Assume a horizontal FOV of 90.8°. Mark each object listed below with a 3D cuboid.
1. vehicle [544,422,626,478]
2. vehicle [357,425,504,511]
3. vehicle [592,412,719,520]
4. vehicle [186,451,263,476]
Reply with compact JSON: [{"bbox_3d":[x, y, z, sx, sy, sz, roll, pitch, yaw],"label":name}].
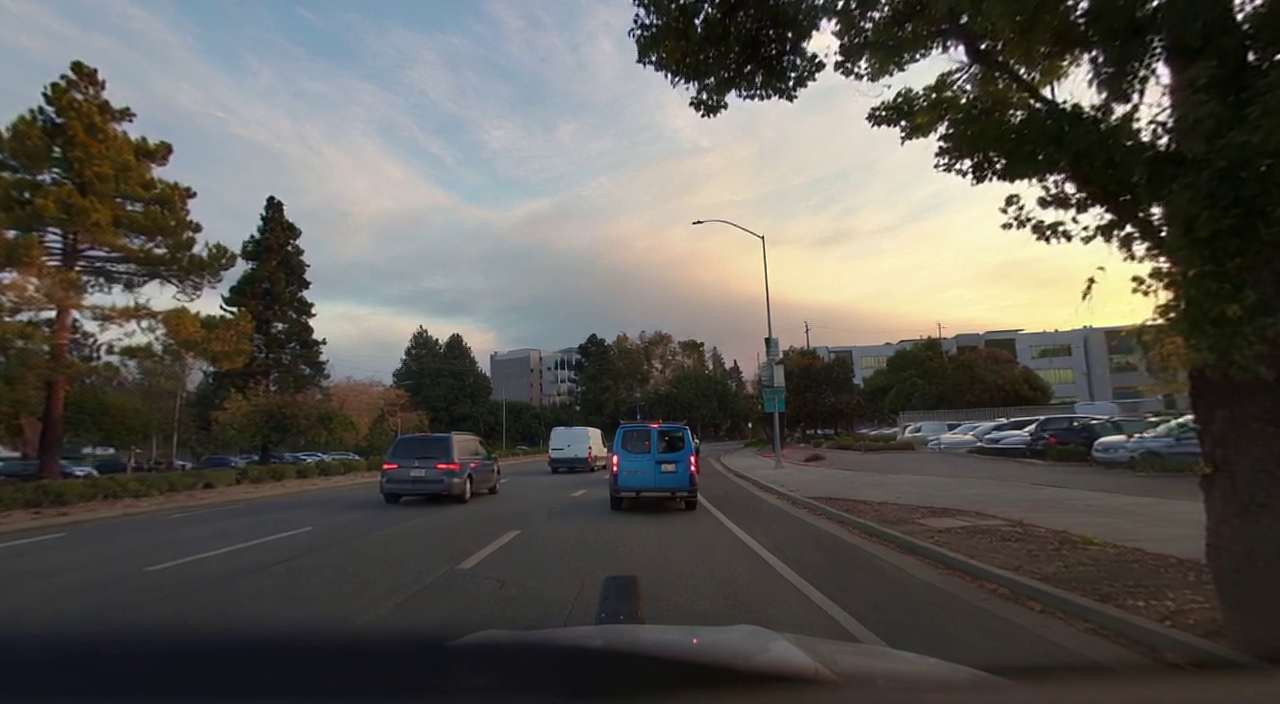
[{"bbox_3d":[-2.172,4.149,26.830,2.486,2.074,5.456,-1,-9,6],"label":"vehicle"},{"bbox_3d":[-4.778,2.719,15.298,2.116,1.714,4.757,0,-9,-3],"label":"vehicle"},{"bbox_3d":[0.320,2.274,13.000,2.173,1.830,4.189,0,-9,2],"label":"vehicle"},{"bbox_3d":[-32.645,8.743,49.870,1.977,1.788,4.978,-2,-9,13],"label":"vehicle"}]
